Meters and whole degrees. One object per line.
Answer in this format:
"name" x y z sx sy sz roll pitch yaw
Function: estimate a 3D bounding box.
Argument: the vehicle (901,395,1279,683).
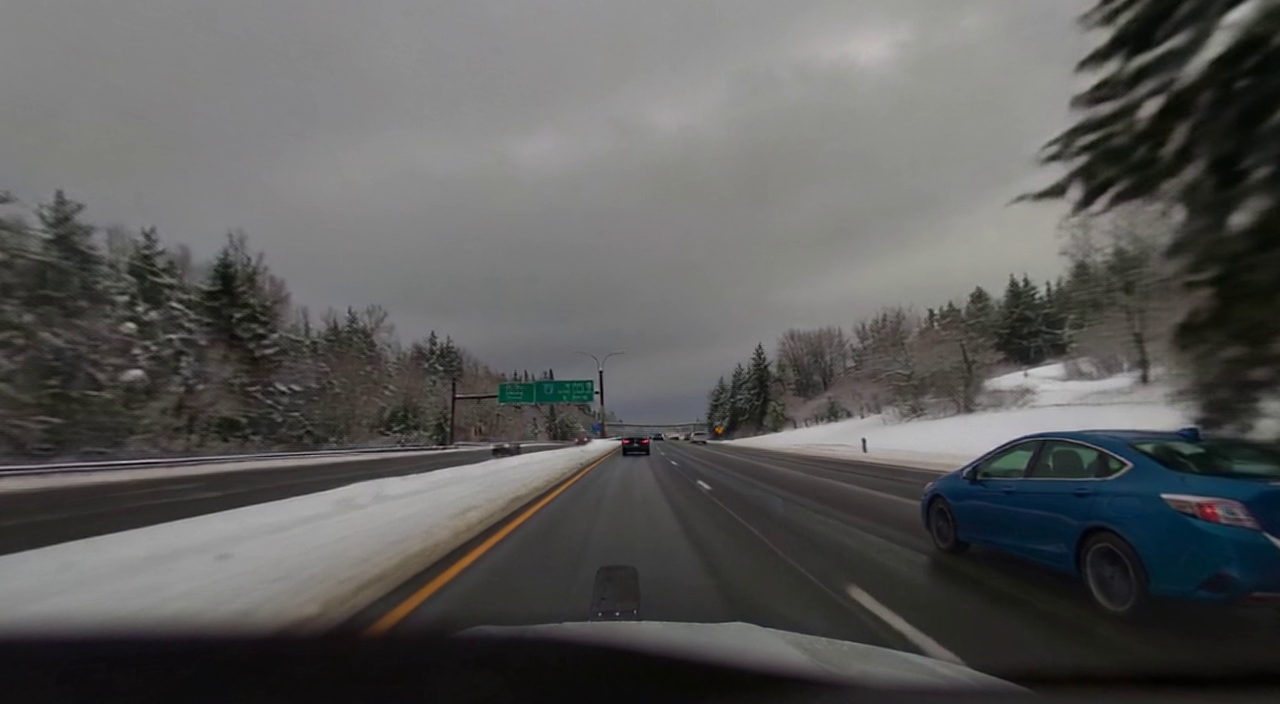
"vehicle" 4.192 1.240 5.237 1.981 1.467 4.459 0 -8 -2

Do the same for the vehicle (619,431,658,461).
"vehicle" -0.106 5.115 34.419 2.046 1.526 3.903 0 -8 -1
